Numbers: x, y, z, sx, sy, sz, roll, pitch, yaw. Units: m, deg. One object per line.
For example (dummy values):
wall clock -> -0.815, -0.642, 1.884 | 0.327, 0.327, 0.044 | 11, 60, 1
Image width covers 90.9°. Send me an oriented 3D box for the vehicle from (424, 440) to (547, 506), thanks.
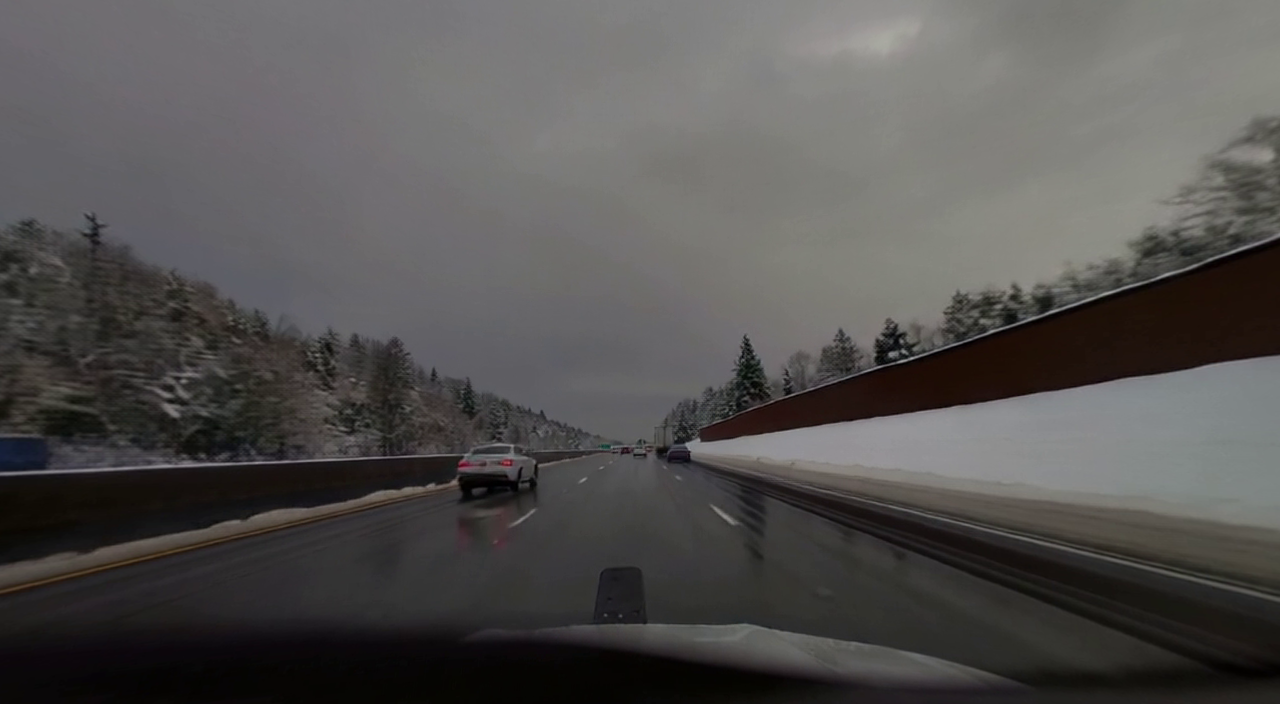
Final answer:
vehicle -> -4.120, 3.318, 17.880 | 2.129, 1.559, 5.272 | 0, -9, 1
